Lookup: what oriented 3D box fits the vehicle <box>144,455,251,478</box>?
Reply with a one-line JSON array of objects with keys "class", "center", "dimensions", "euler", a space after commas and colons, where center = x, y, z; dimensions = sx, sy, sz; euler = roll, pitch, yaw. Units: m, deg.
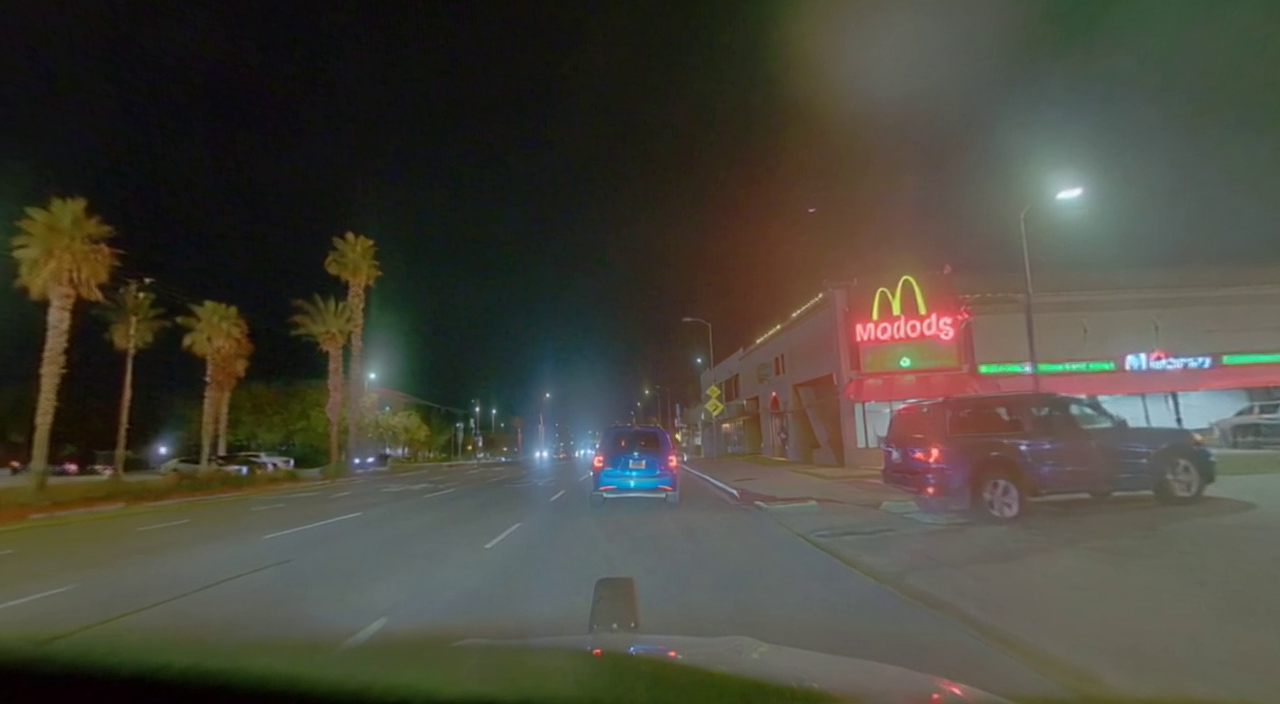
[{"class": "vehicle", "center": [-27.610, 7.150, 39.622], "dimensions": [5.154, 1.343, 1.943], "euler": [4, -9, -24]}]

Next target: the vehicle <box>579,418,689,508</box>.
[{"class": "vehicle", "center": [-0.179, 2.553, 14.882], "dimensions": [2.234, 1.818, 3.869], "euler": [0, -9, -1]}]

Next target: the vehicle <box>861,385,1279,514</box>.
[{"class": "vehicle", "center": [6.238, 1.482, 9.697], "dimensions": [4.828, 1.733, 2.231], "euler": [0, -9, 0]}]
